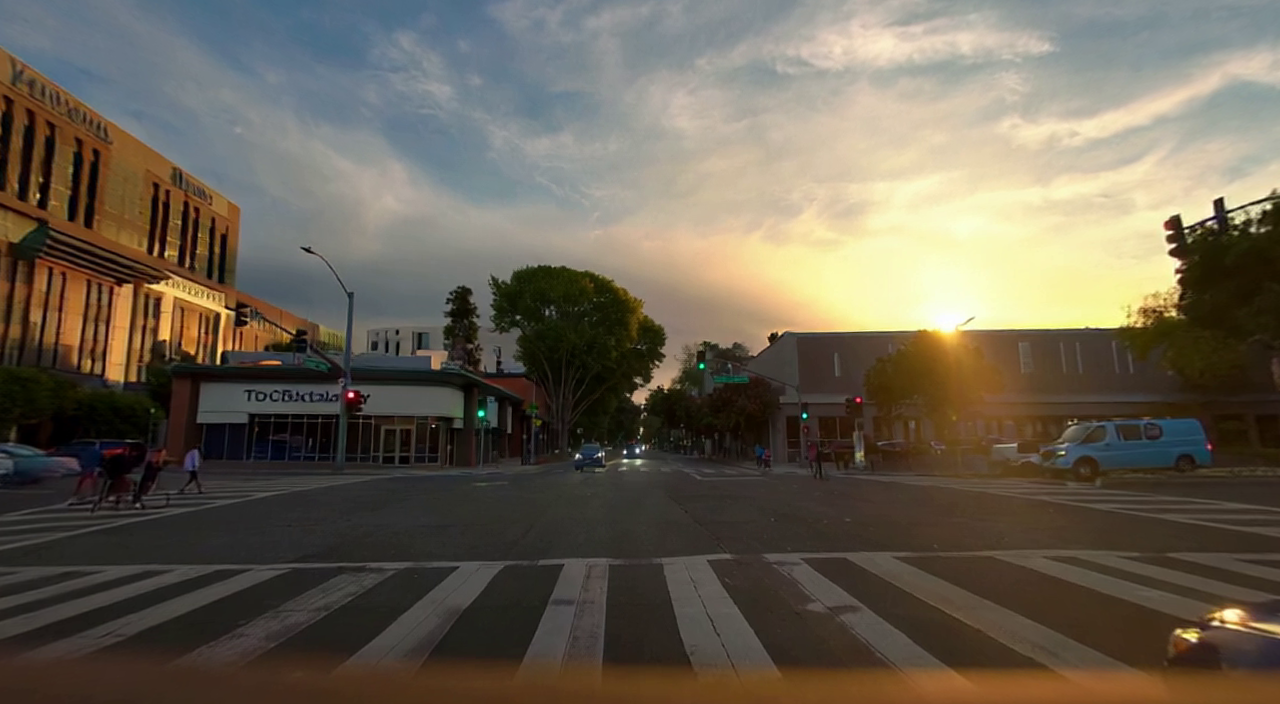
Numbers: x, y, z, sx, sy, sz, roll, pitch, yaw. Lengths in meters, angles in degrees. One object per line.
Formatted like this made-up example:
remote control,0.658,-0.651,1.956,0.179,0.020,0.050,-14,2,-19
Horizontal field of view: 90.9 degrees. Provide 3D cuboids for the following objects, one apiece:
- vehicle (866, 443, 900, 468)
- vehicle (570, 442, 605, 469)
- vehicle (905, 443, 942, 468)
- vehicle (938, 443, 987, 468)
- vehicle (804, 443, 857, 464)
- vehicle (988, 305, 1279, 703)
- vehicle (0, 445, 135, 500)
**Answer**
vehicle,15.769,6.653,40.780,1.875,1.543,3.853,-3,-9,22
vehicle,-3.409,6.774,41.387,1.961,1.658,4.064,0,-8,0
vehicle,18.101,6.570,40.330,1.791,1.520,3.649,-3,-9,19
vehicle,20.405,6.529,40.037,2.066,1.488,4.158,-3,-9,18
vehicle,14.886,7.940,49.488,1.924,1.579,4.084,3,-9,-18
vehicle,2.880,0.600,0.910,2.048,1.725,4.754,0,-8,0
vehicle,-18.105,3.504,18.624,4.686,1.500,1.935,0,-8,2
